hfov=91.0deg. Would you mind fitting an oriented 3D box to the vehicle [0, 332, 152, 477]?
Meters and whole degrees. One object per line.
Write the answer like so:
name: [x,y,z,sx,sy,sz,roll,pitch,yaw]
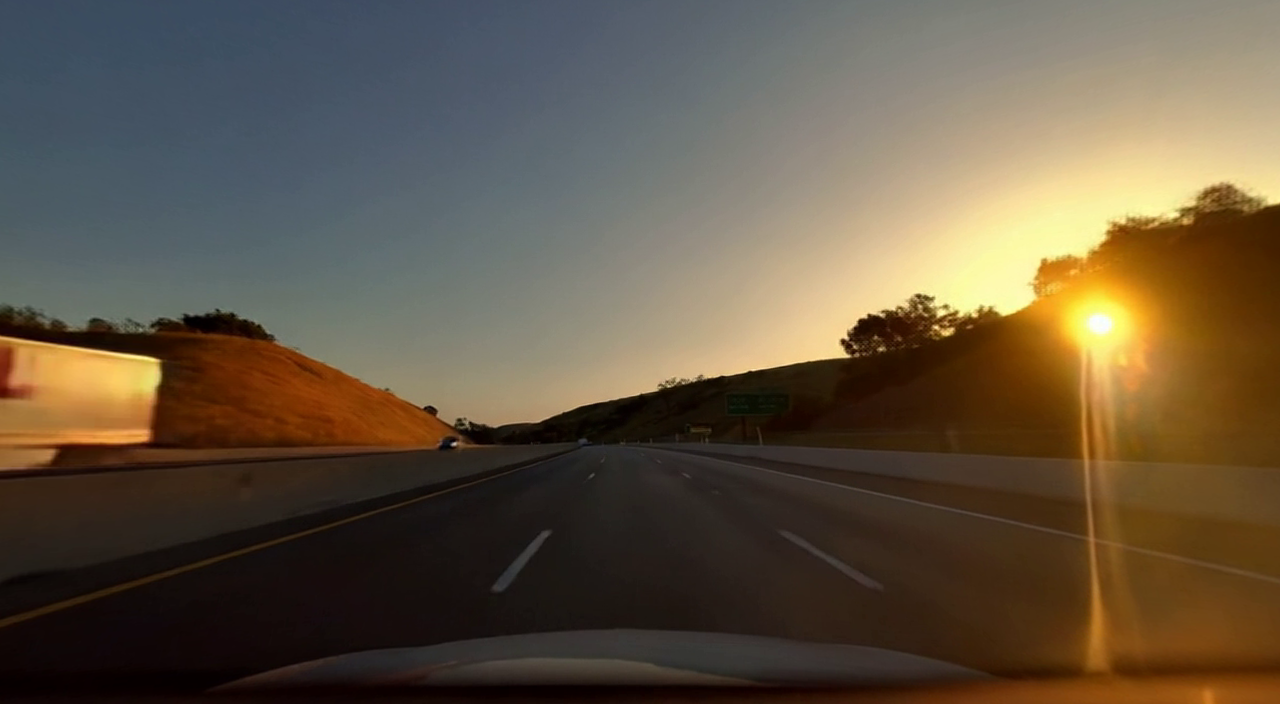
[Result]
vehicle: [-19.776,1.287,16.374,2.944,4.119,14.327,0,-8,-1]
